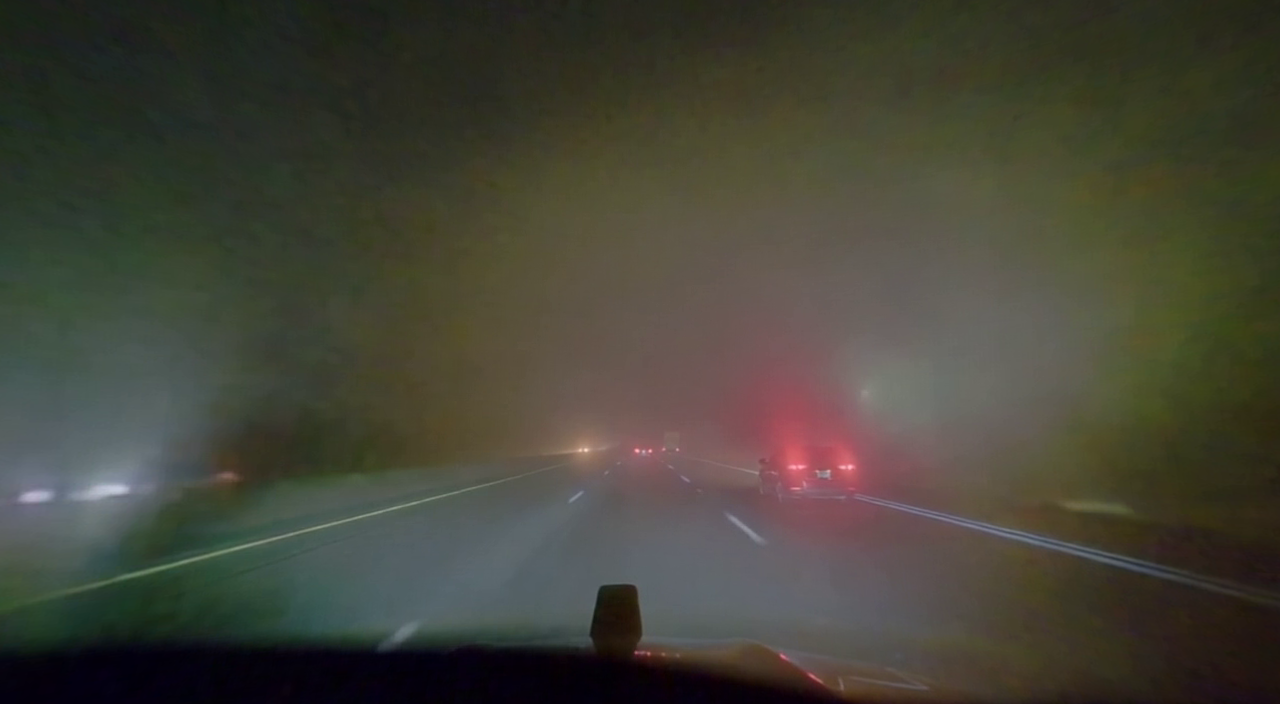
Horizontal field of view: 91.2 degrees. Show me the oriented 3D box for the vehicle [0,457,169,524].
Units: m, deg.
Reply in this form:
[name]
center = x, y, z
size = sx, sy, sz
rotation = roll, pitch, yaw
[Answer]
[vehicle]
center = -15.868, 3.730, 17.391
size = 1.930, 1.511, 4.717
rotation = 0, -9, 0
